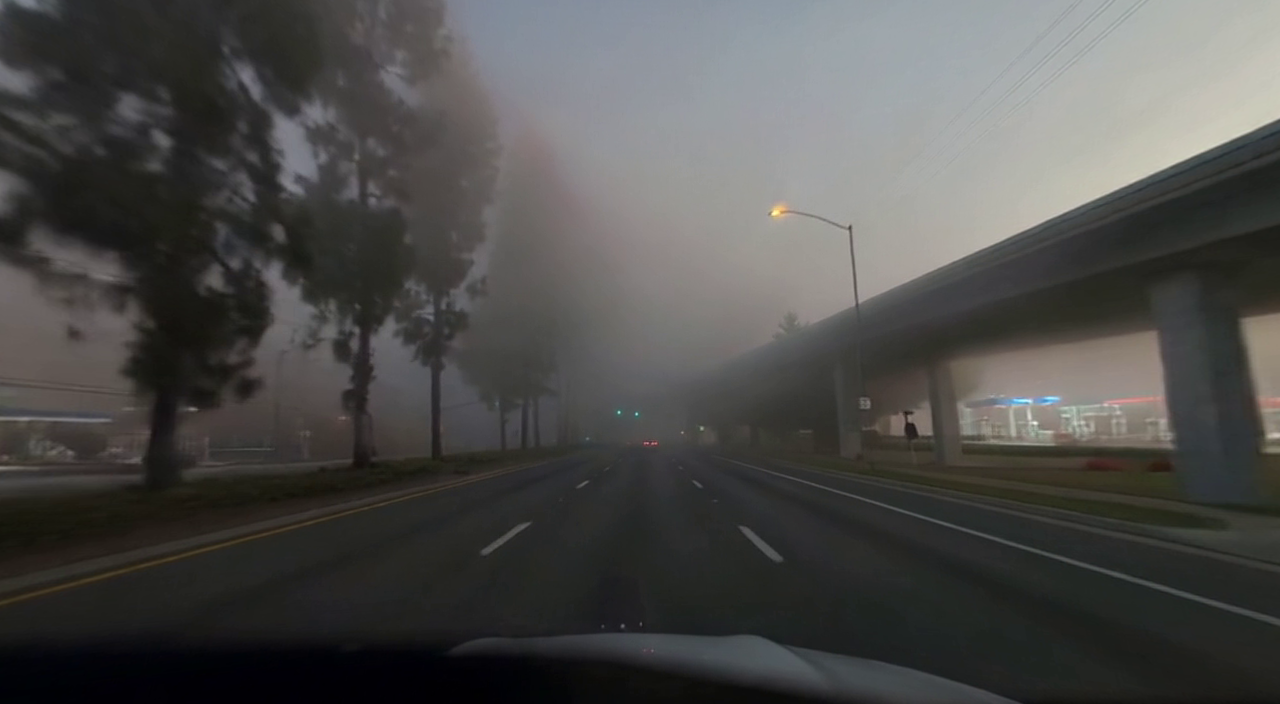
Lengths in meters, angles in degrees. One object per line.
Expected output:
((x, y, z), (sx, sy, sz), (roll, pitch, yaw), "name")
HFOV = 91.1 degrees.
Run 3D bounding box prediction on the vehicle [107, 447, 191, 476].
((-26.995, 5.977, 34.478), (4.488, 1.486, 1.991), (-5, -10, 30), "vehicle")
